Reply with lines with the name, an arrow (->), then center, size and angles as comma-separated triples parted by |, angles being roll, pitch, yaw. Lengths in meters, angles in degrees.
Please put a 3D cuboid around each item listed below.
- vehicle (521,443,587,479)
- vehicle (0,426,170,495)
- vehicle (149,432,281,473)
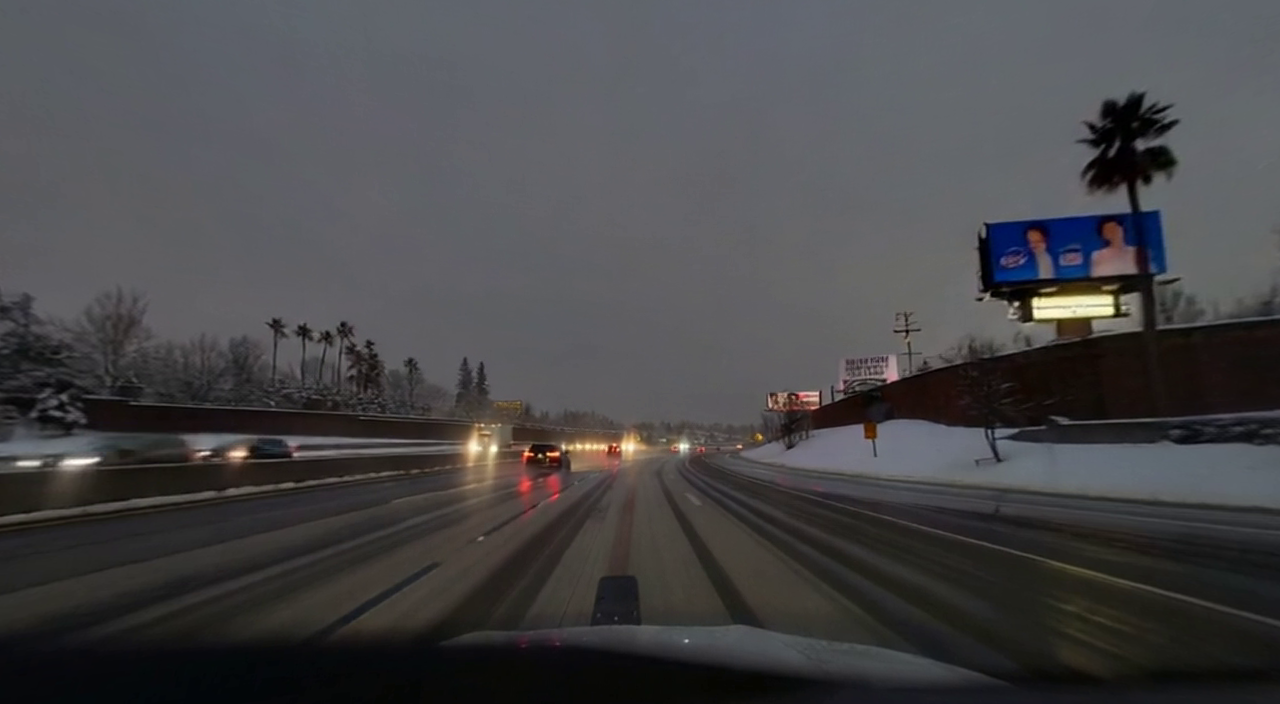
vehicle -> -3.686, 4.770, 28.012 | 2.078, 1.457, 4.648 | 0, -9, 2
vehicle -> -14.668, 2.719, 16.166 | 1.853, 1.509, 4.397 | 0, -9, 1
vehicle -> -17.894, 4.272, 26.998 | 2.065, 1.599, 5.006 | 0, -9, 1
